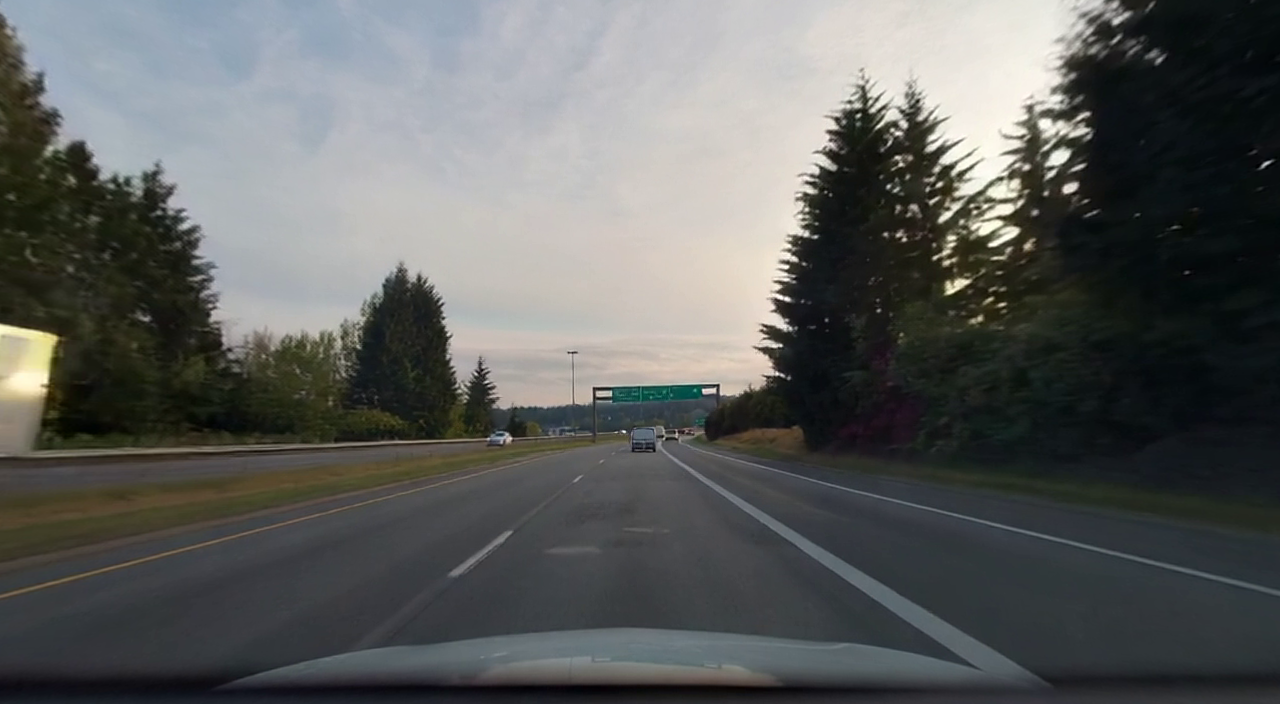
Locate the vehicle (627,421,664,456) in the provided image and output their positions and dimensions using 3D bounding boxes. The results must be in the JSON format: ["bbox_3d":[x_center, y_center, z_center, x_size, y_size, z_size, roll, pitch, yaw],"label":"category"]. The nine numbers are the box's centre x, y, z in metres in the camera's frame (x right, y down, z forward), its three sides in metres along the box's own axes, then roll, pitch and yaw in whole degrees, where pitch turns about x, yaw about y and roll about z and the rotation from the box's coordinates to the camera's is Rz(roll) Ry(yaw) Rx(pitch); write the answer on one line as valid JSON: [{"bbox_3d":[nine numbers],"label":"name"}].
[{"bbox_3d":[0.330,6.060,44.052,2.450,2.314,4.753,0,-8,0],"label":"vehicle"}]
